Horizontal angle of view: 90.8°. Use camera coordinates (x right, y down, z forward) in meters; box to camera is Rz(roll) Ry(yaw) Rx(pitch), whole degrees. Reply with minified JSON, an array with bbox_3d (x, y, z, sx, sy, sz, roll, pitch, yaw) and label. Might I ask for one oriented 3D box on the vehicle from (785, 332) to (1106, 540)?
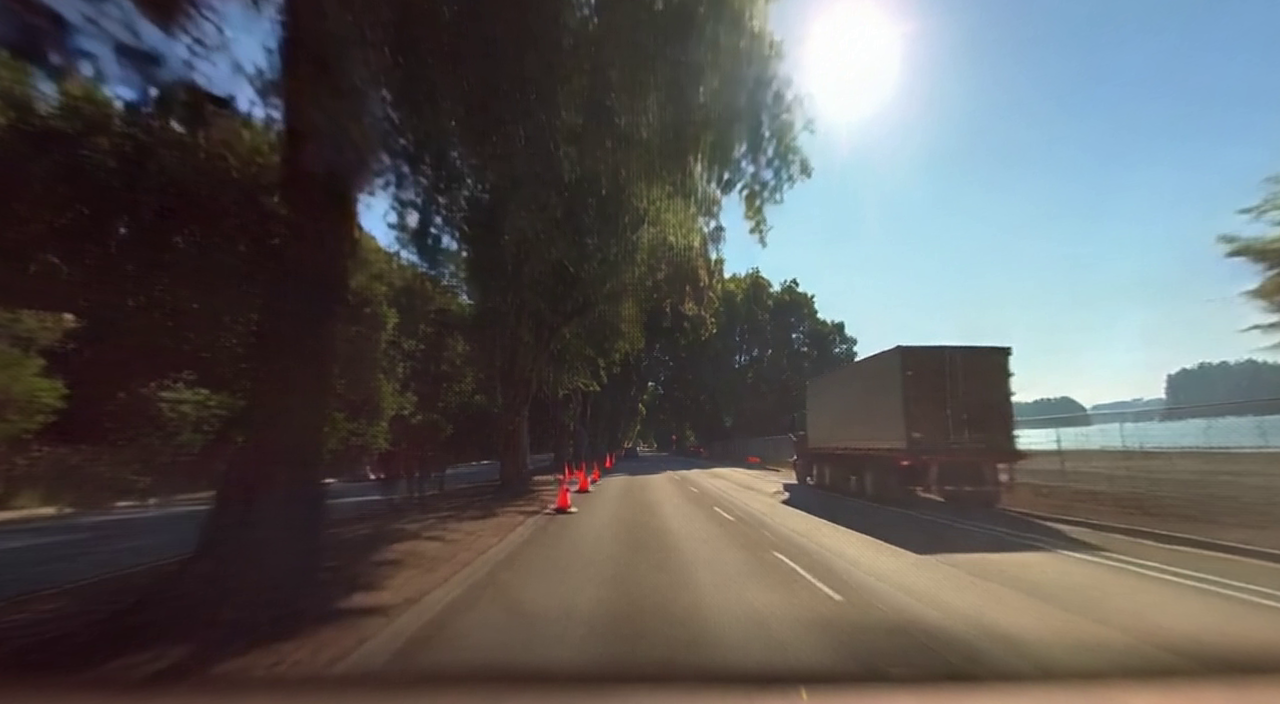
[{"bbox_3d":[6.272,2.157,15.997,2.664,3.418,11.107,0,-8,0],"label":"vehicle"}]
